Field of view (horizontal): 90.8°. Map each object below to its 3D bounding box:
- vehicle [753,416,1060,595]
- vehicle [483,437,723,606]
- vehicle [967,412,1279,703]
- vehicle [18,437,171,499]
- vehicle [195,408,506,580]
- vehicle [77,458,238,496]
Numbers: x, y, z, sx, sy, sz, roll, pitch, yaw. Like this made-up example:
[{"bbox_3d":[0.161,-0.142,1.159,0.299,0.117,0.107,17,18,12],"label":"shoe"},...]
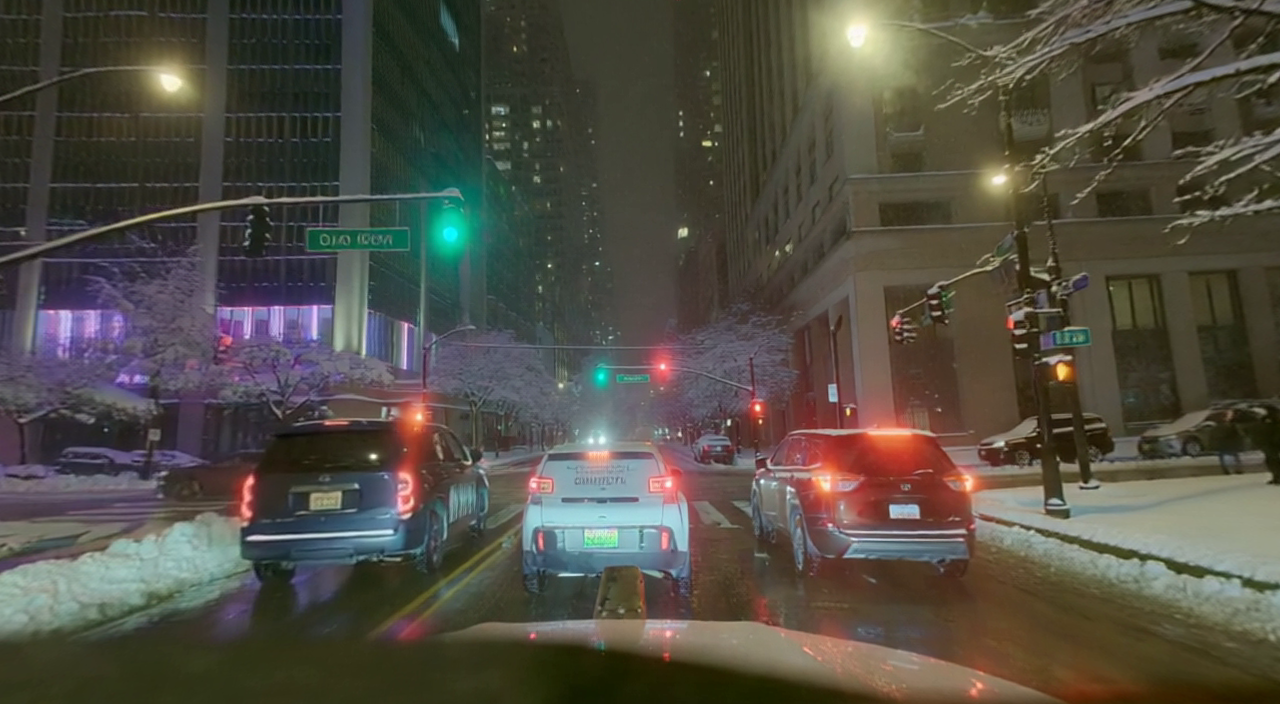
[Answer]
[{"bbox_3d":[3.034,1.849,8.616,2.072,1.735,4.759,0,-8,0],"label":"vehicle"},{"bbox_3d":[-0.355,1.789,7.656,2.092,1.454,4.132,0,-8,-1],"label":"vehicle"},{"bbox_3d":[2.737,0.807,1.116,1.902,1.454,4.540,0,-8,0],"label":"vehicle"},{"bbox_3d":[-30.877,6.523,35.938,5.896,3.276,2.809,1,-8,1],"label":"vehicle"},{"bbox_3d":[-3.684,1.920,9.510,2.190,1.840,5.272,0,-8,0],"label":"vehicle"},{"bbox_3d":[-20.261,5.246,26.710,5.153,1.449,1.966,0,-8,0],"label":"vehicle"}]
